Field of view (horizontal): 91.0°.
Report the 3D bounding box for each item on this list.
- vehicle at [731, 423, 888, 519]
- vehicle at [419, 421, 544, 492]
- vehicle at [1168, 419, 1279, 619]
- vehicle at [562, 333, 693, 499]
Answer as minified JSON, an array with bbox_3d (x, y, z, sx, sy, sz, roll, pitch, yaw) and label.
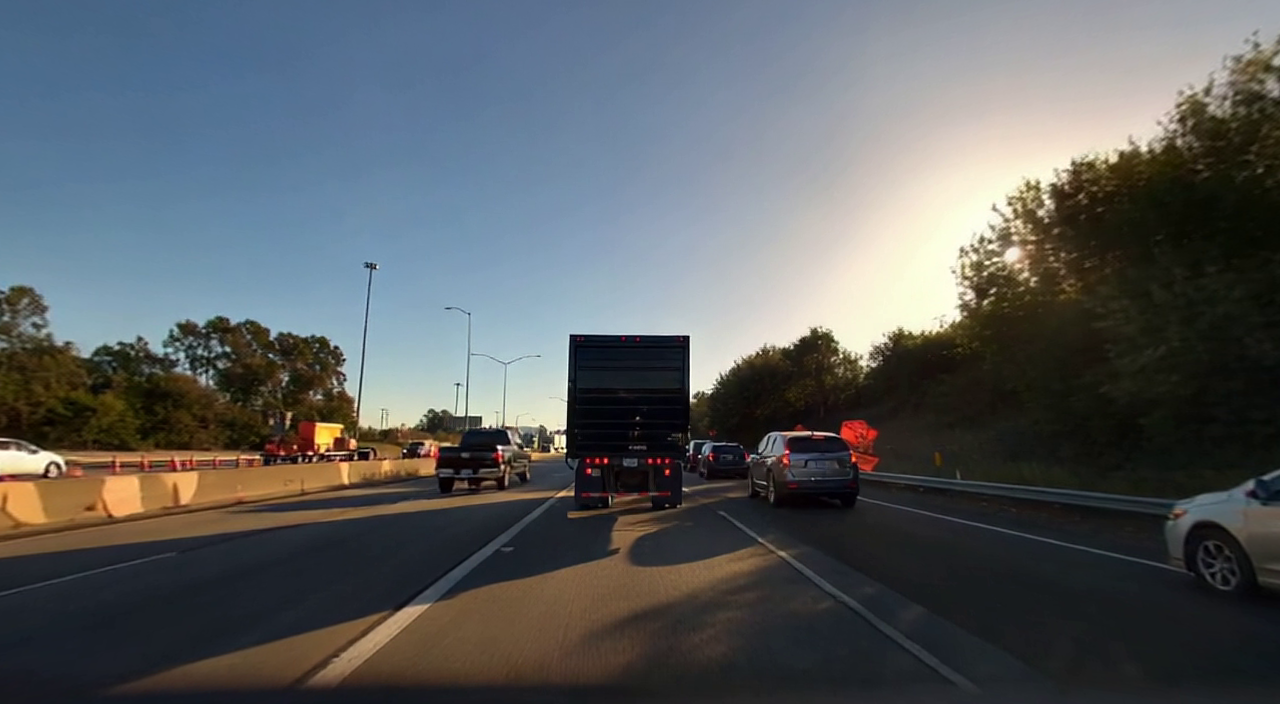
[{"bbox_3d":[3.373,2.471,13.538,2.103,1.713,4.173,1,-9,-2],"label":"vehicle"},{"bbox_3d":[-4.878,3.370,20.609,2.421,1.965,5.980,0,-9,1],"label":"vehicle"},{"bbox_3d":[6.535,1.184,3.873,2.070,1.632,4.774,1,-9,-8],"label":"vehicle"},{"bbox_3d":[-0.450,2.272,20.100,3.067,3.940,10.154,1,-9,-2],"label":"vehicle"}]
